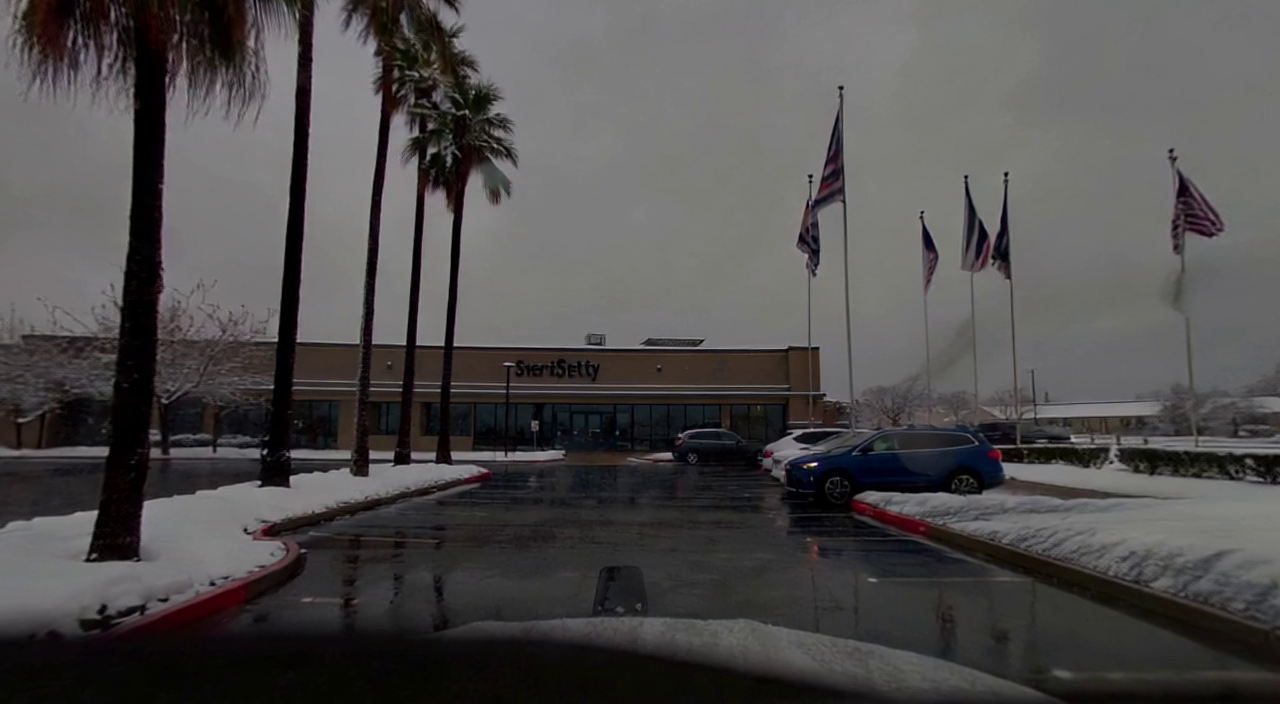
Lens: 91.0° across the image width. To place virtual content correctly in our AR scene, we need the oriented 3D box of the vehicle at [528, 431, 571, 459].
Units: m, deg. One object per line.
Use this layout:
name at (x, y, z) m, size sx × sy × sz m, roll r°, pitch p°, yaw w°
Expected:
vehicle at (-6.626, 6.805, 46.357) m, size 1.943 × 1.890 × 4.472 m, roll -3°, pitch -7°, yaw 8°

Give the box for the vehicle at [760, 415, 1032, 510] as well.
vehicle at (4.887, 2.178, 12.591) m, size 4.567 × 1.723 × 1.926 m, roll 0°, pitch -8°, yaw 0°
